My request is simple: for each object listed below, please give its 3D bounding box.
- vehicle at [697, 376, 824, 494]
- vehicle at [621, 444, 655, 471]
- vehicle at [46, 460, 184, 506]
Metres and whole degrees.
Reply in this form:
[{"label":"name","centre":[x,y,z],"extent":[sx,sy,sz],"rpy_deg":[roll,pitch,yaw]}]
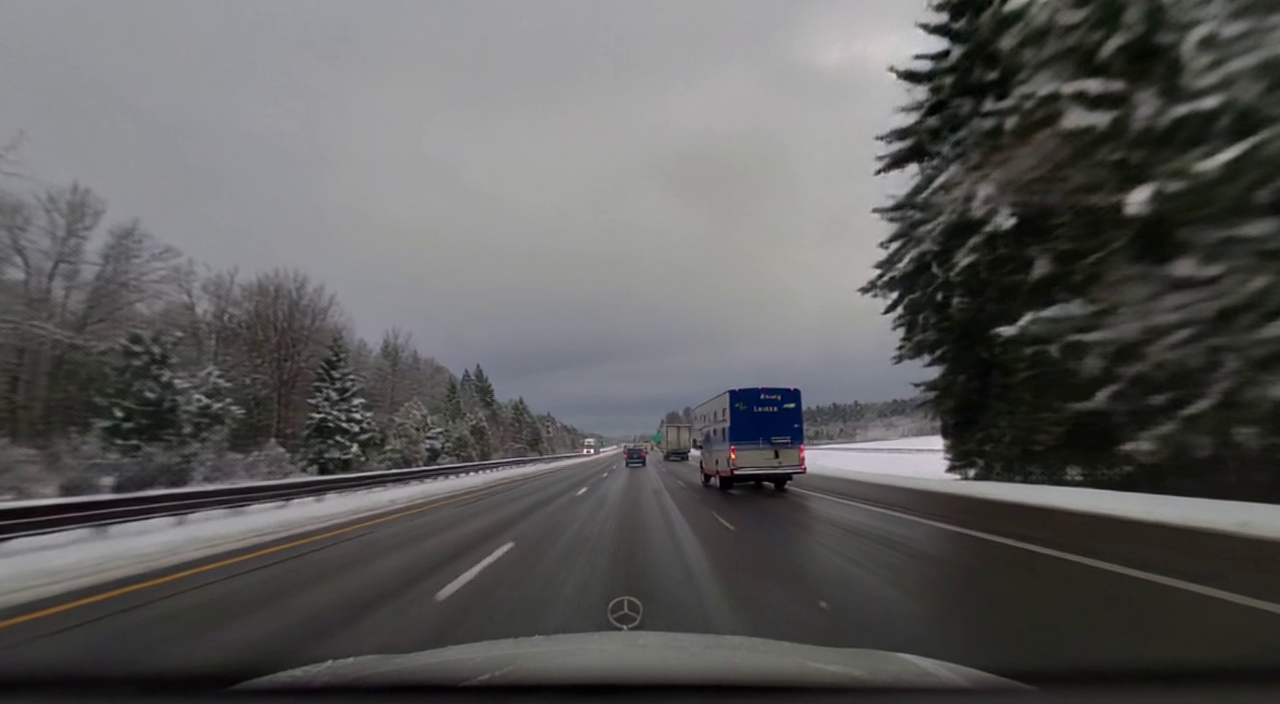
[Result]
[{"label":"vehicle","centre":[4.018,3.168,23.454],"extent":[2.931,3.530,8.760],"rpy_deg":[0,-9,0]},{"label":"vehicle","centre":[-0.092,7.027,42.186],"extent":[2.151,1.678,3.923],"rpy_deg":[0,-9,1]},{"label":"vehicle","centre":[-19.260,4.790,23.379],"extent":[1.732,1.489,3.852],"rpy_deg":[0,-9,1]}]
